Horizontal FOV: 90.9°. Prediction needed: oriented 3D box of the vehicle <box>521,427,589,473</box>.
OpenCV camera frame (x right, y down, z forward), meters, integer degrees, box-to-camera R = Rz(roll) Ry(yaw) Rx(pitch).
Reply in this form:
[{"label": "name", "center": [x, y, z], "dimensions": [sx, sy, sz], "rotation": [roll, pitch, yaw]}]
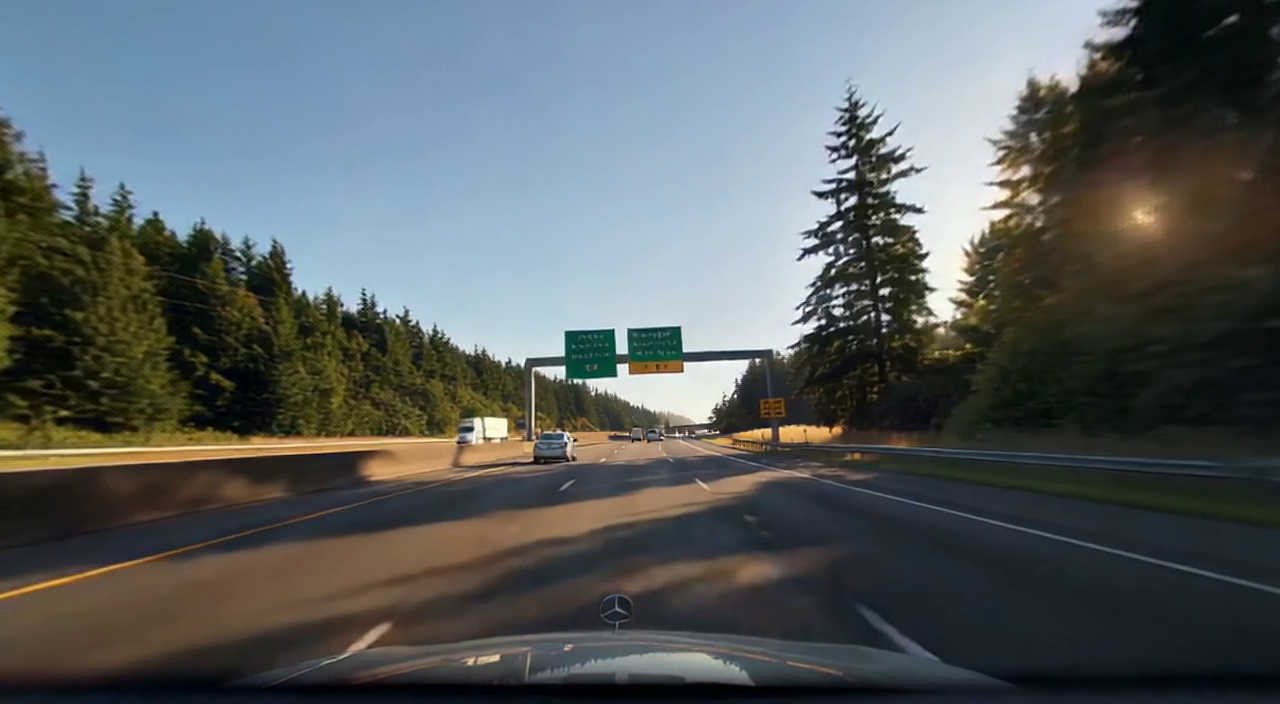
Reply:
[{"label": "vehicle", "center": [-3.236, 3.812, 24.745], "dimensions": [2.084, 1.654, 4.080], "rotation": [0, -8, 0]}]
